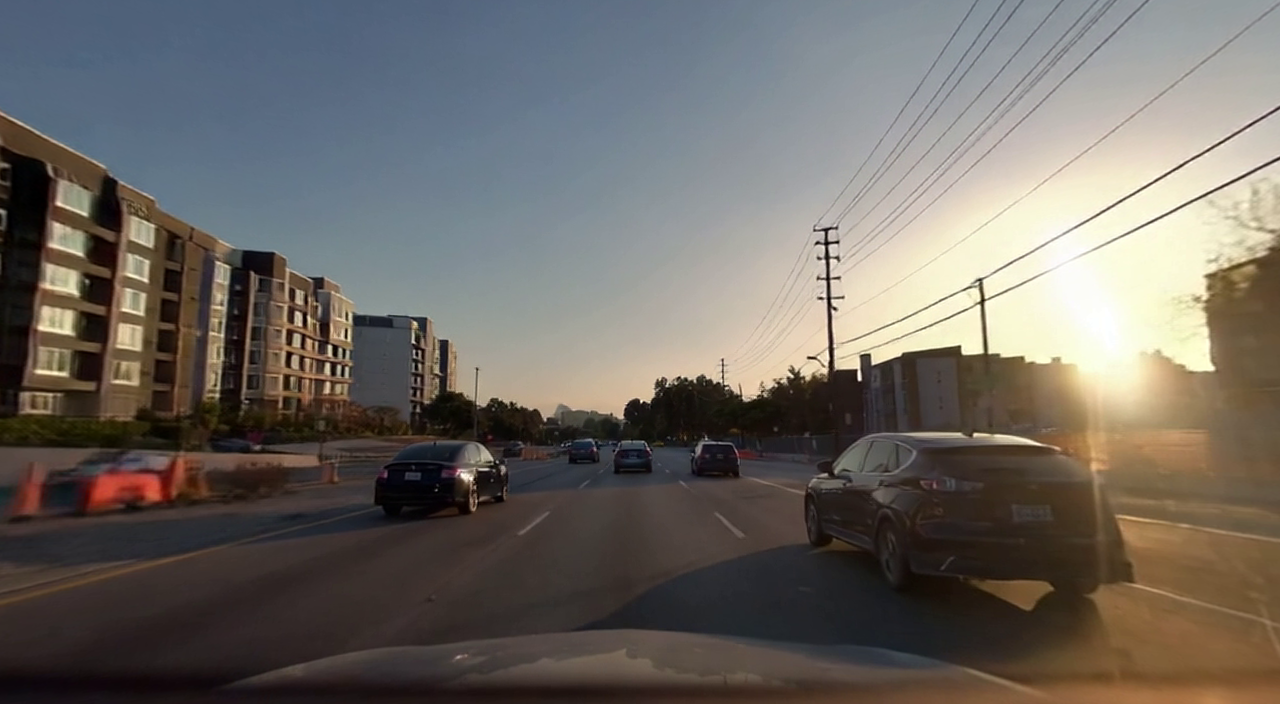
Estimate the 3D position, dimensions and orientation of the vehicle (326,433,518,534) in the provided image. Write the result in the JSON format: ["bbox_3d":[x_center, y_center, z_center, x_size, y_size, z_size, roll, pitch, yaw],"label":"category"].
[{"bbox_3d":[-3.633,2.253,11.483,1.968,1.473,4.209,0,-8,0],"label":"vehicle"}]

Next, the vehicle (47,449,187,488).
[{"bbox_3d":[-22.030,4.871,26.901,2.053,1.472,4.526,0,-8,0],"label":"vehicle"}]

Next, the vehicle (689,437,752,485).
[{"bbox_3d":[3.258,4.492,26.384,2.029,1.797,4.218,0,-8,-1],"label":"vehicle"}]

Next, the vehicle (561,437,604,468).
[{"bbox_3d":[-3.573,6.357,40.117,2.190,1.832,4.417,0,-8,1],"label":"vehicle"}]

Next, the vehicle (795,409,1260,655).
[{"bbox_3d":[3.044,1.477,6.216,1.975,1.598,4.025,0,-8,0],"label":"vehicle"}]

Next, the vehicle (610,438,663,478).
[{"bbox_3d":[-0.150,4.857,29.202,2.291,1.714,4.217,0,-8,0],"label":"vehicle"}]
